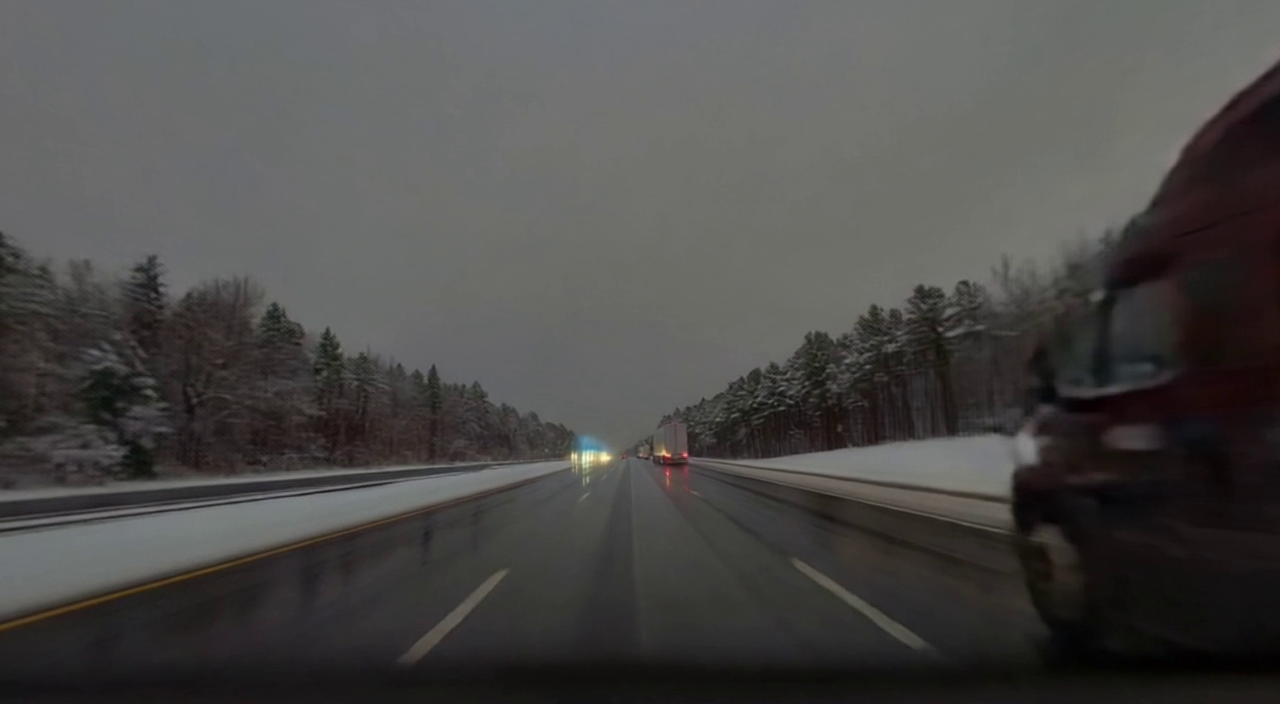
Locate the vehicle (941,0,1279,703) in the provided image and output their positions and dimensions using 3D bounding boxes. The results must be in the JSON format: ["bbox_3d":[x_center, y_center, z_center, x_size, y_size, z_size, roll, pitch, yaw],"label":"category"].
[{"bbox_3d":[4.068,-0.189,2.084,3.025,3.919,5.829,0,-9,-1],"label":"vehicle"}]
